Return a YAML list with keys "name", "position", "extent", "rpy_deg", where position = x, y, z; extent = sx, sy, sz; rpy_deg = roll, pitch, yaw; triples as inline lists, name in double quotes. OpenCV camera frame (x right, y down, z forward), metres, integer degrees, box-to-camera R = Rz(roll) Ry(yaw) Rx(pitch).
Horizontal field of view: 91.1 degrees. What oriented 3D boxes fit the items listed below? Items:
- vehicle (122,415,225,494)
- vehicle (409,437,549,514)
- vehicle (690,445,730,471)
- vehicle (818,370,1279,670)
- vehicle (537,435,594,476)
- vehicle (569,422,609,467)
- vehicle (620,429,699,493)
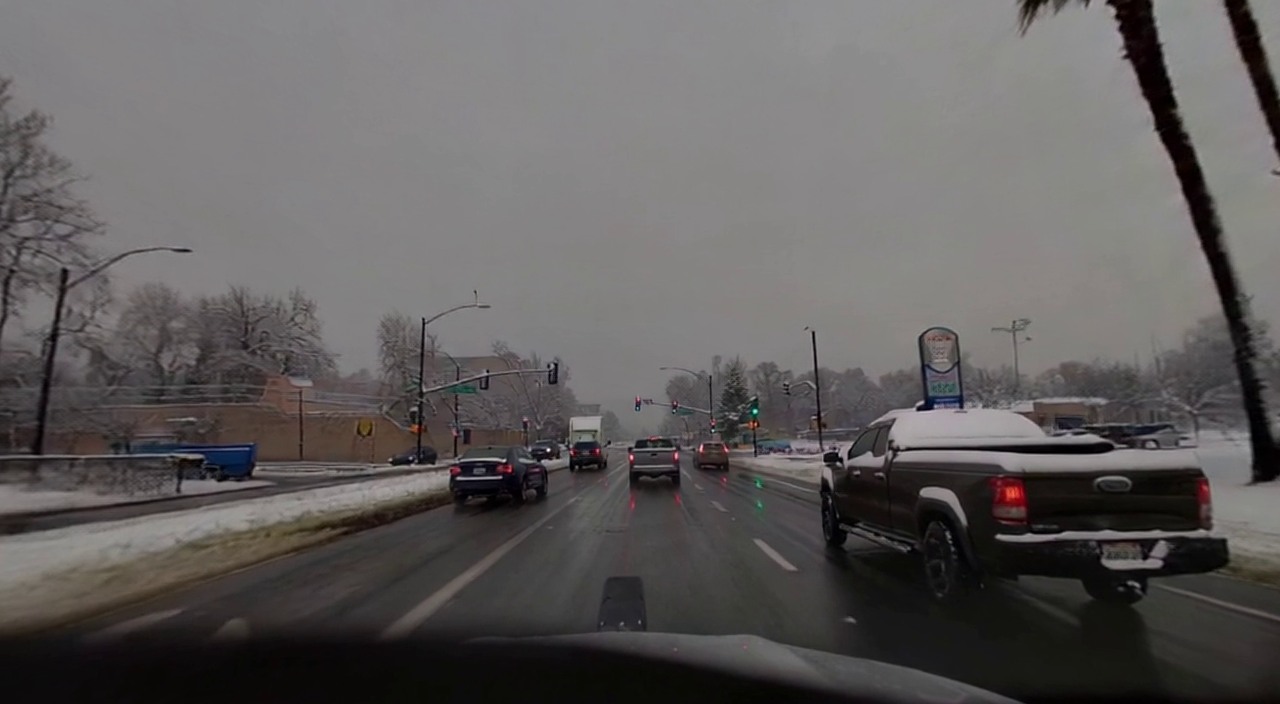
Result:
- name: "vehicle"
  position: [-18.611, 4.051, 25.036]
  extent: [3.441, 2.870, 2.109]
  rpy_deg: [-7, -10, 35]
- name: "vehicle"
  position: [-3.556, 2.814, 14.920]
  extent: [1.983, 1.502, 4.720]
  rpy_deg: [0, -8, 1]
- name: "vehicle"
  position: [4.084, 6.258, 37.185]
  extent: [1.901, 1.401, 3.965]
  rpy_deg: [0, -8, 0]
- name: "vehicle"
  position: [3.745, 1.422, 6.675]
  extent: [2.120, 1.828, 5.531]
  rpy_deg: [0, -8, 1]
- name: "vehicle"
  position: [-3.541, 5.034, 30.728]
  extent: [2.071, 1.811, 4.605]
  rpy_deg: [0, -8, 2]
- name: "vehicle"
  position: [-3.429, 6.362, 43.366]
  extent: [2.393, 2.865, 5.466]
  rpy_deg: [0, -8, -1]
- name: "vehicle"
  position: [0.585, 3.559, 20.968]
  extent: [2.295, 1.835, 5.471]
  rpy_deg: [0, -8, 1]
